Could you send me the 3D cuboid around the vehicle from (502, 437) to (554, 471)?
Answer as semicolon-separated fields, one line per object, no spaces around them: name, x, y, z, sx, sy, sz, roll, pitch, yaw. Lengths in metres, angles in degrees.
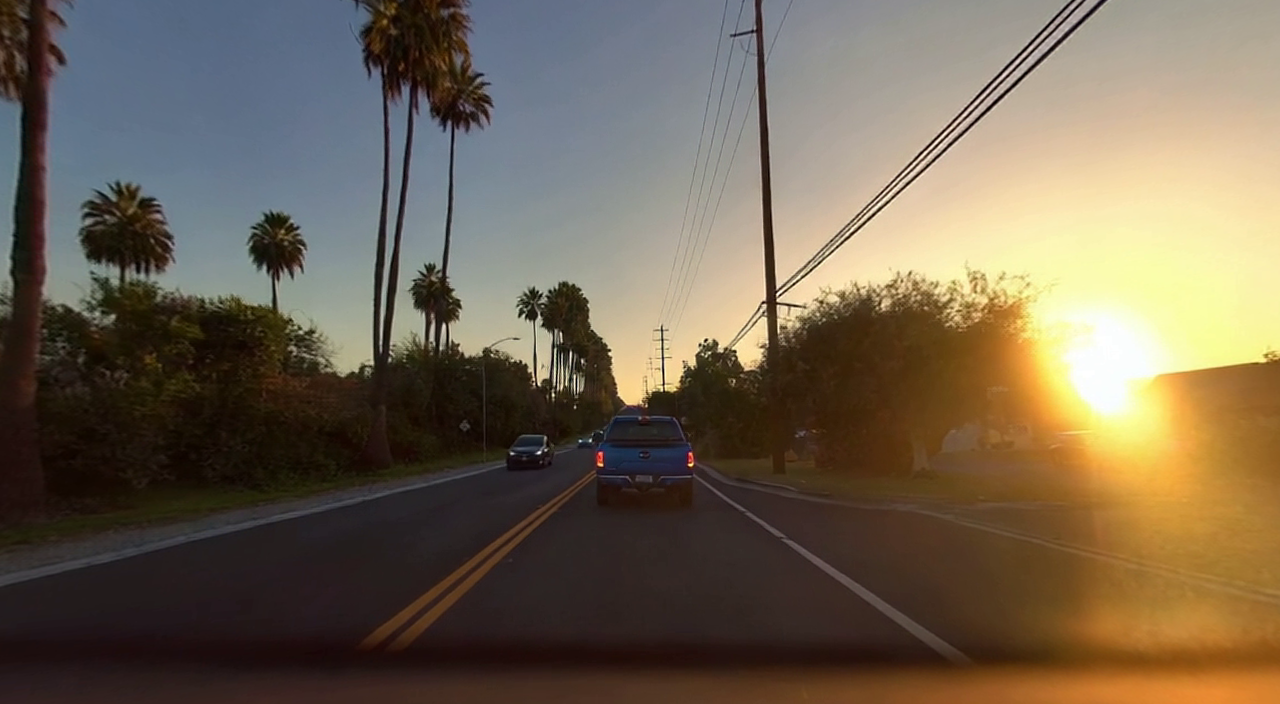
vehicle;-5.897;5.426;33.825;2.140;1.706;4.229;0;-8;-2

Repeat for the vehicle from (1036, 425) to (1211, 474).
vehicle;20.323;4.163;27.106;2.277;1.836;6.267;0;-9;-4

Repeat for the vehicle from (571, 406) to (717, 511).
vehicle;0.008;2.518;15.419;2.848;2.047;5.885;0;-8;-1
